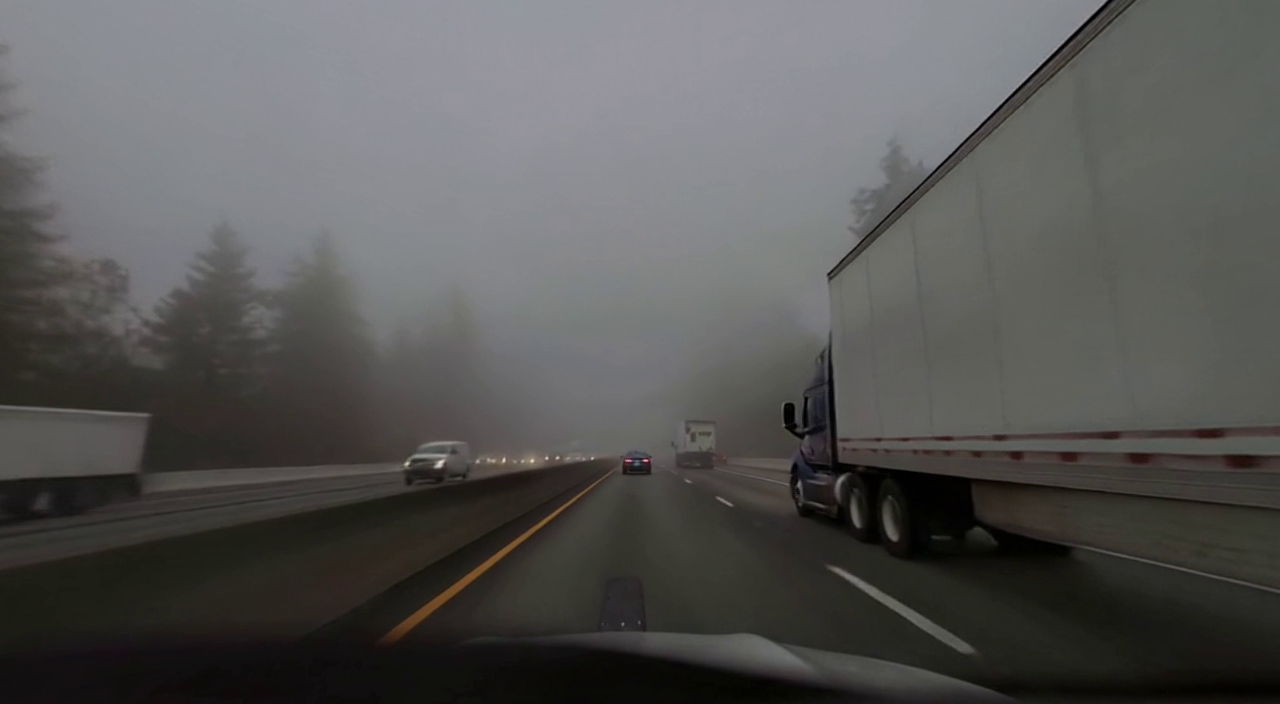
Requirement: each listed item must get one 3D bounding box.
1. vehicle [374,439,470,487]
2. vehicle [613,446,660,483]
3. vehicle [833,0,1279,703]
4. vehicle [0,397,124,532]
[{"bbox_3d":[-8.161,4.206,24.074,2.034,1.621,4.525,0,-9,0],"label":"vehicle"},{"bbox_3d":[-0.128,4.909,27.752,1.939,1.495,3.612,0,-9,0],"label":"vehicle"},{"bbox_3d":[4.579,-0.279,2.822,2.842,4.060,13.939,0,-9,-1],"label":"vehicle"},{"bbox_3d":[-13.230,2.038,11.325,2.255,2.511,6.577,0,-9,0],"label":"vehicle"}]
